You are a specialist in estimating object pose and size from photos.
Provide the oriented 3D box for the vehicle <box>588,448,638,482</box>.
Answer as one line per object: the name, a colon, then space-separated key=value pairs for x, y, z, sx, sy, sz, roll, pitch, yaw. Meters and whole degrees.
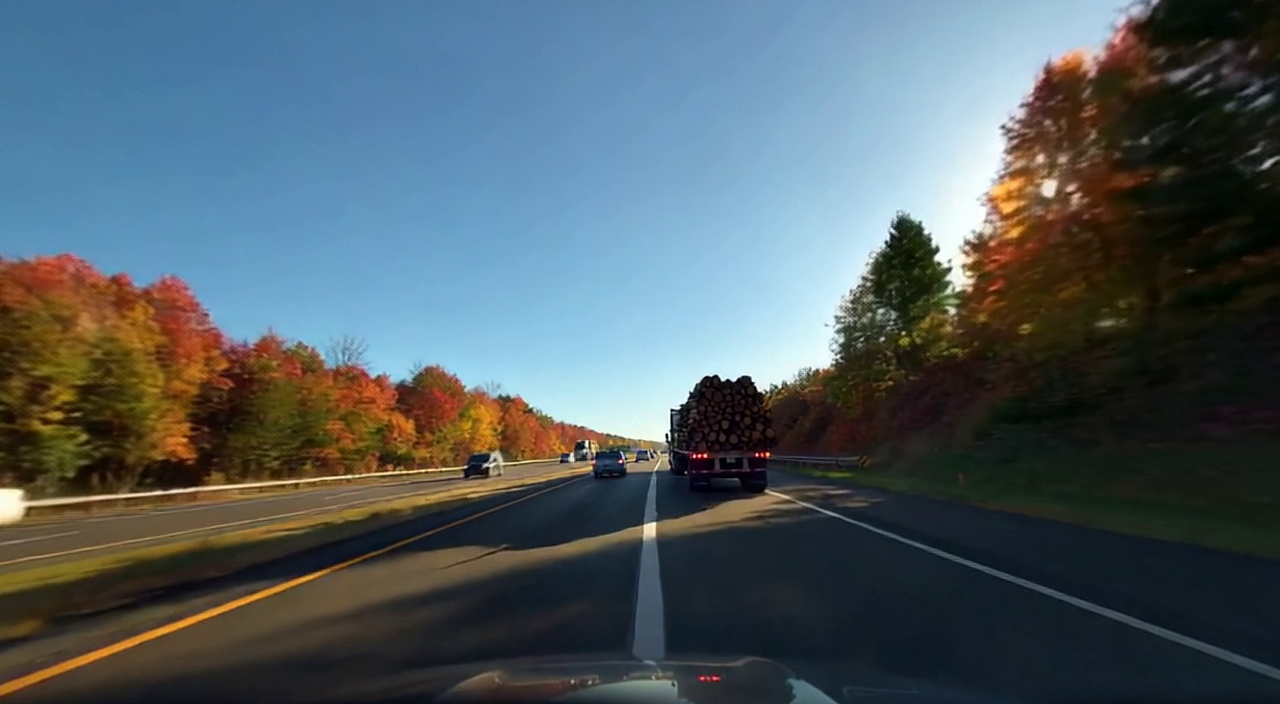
vehicle: x=-1.247 y=5.435 z=30.336 sx=2.099 sy=1.506 sz=4.097 roll=-1 pitch=-9 yaw=2

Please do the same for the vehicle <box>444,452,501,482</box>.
vehicle: x=-9.842 y=6.781 z=37.141 sx=1.999 sy=1.621 sz=4.465 roll=-1 pitch=-9 yaw=2

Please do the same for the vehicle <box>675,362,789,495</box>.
vehicle: x=2.965 y=2.914 z=22.943 sx=3.004 sy=3.923 sz=8.363 roll=-1 pitch=-9 yaw=1
